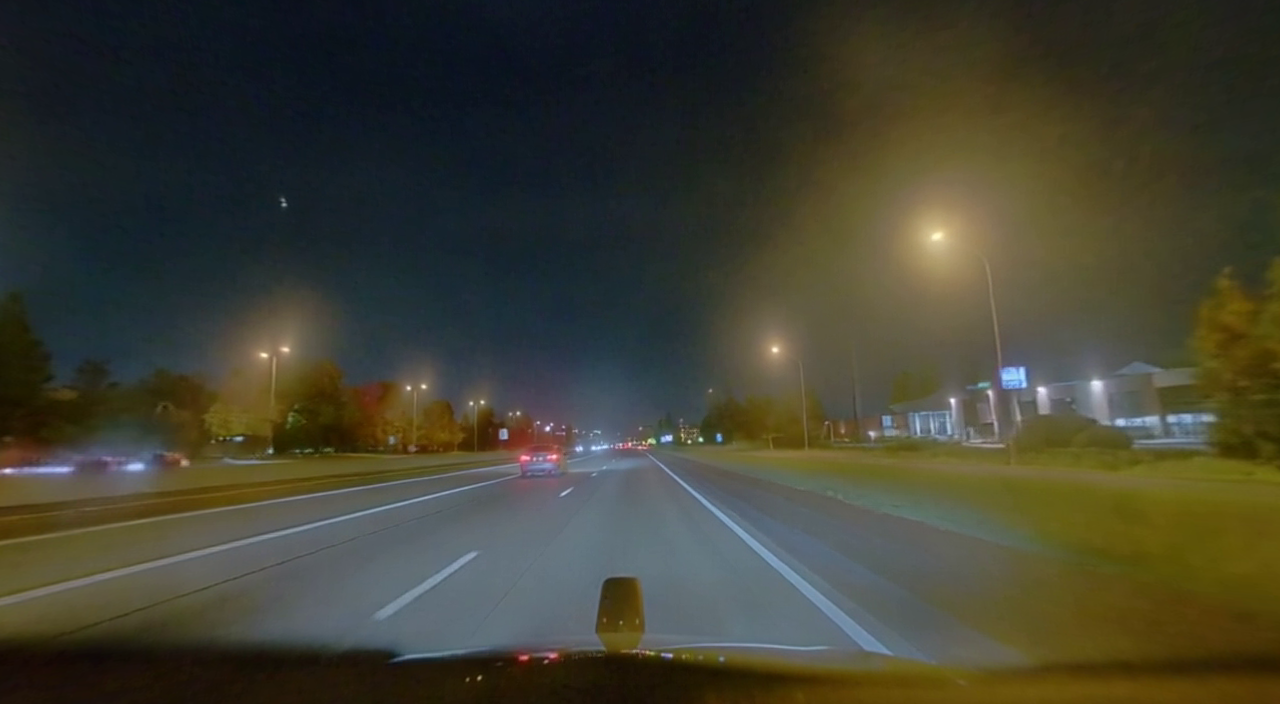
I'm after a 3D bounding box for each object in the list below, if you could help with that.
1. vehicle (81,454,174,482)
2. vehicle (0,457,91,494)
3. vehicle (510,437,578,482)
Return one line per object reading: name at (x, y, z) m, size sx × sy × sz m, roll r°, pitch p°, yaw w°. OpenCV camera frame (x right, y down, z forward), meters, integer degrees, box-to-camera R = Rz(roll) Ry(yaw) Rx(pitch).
vehicle at (-31.986, 7.240, 39.649) m, size 1.907 × 1.524 × 4.657 m, roll 0°, pitch -8°, yaw 1°
vehicle at (-28.220, 5.635, 29.130) m, size 1.811 × 1.474 × 4.446 m, roll 0°, pitch -8°, yaw 0°
vehicle at (-4.010, 4.578, 27.290) m, size 2.150 × 1.761 × 4.697 m, roll 0°, pitch -8°, yaw 1°
